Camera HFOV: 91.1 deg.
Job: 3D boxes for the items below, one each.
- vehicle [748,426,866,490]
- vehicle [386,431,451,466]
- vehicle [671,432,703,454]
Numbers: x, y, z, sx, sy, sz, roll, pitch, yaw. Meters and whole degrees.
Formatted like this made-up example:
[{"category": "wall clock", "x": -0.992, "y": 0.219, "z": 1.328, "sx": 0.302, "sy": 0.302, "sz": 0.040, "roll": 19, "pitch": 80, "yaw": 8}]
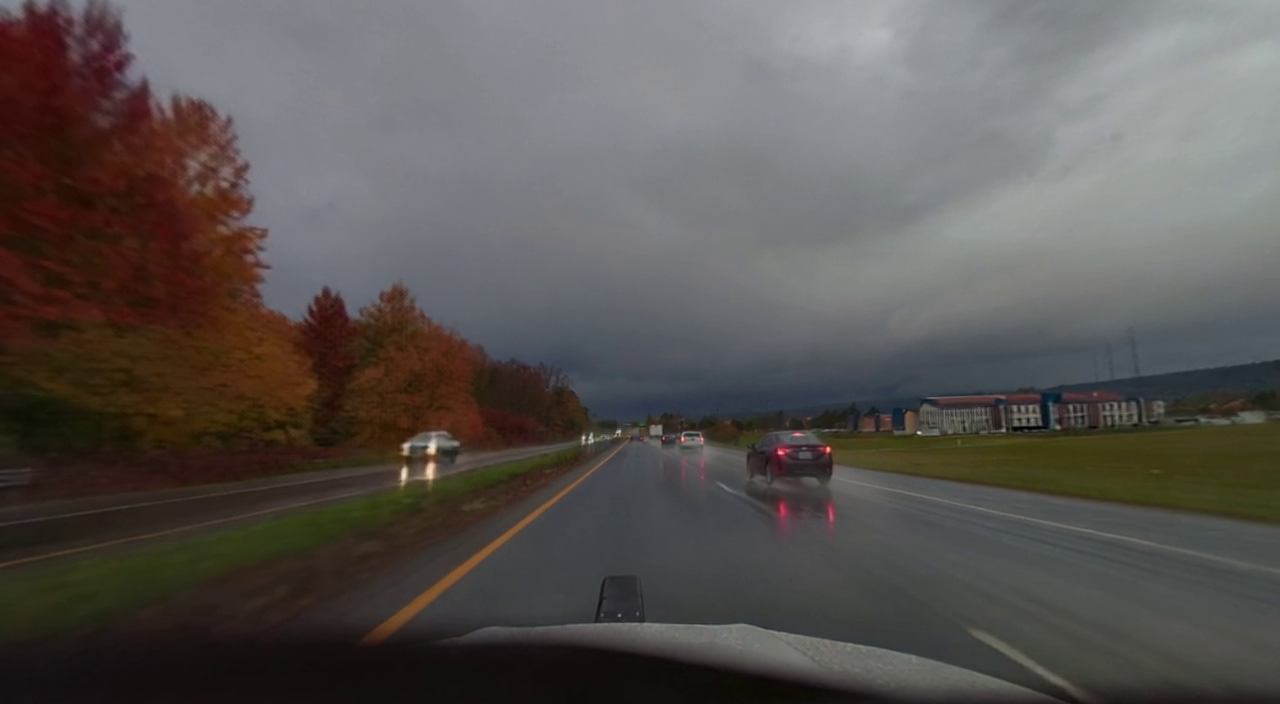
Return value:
[{"category": "vehicle", "x": 4.411, "y": 2.863, "z": 17.351, "sx": 2.024, "sy": 1.516, "sz": 4.197, "roll": 0, "pitch": -8, "yaw": -1}, {"category": "vehicle", "x": -12.253, "y": 5.366, "z": 35.084, "sx": 1.987, "sy": 1.778, "sz": 4.437, "roll": 0, "pitch": -8, "yaw": 0}, {"category": "vehicle", "x": 3.505, "y": 6.904, "z": 47.717, "sx": 2.057, "sy": 1.540, "sz": 4.158, "roll": 0, "pitch": -8, "yaw": -1}]
